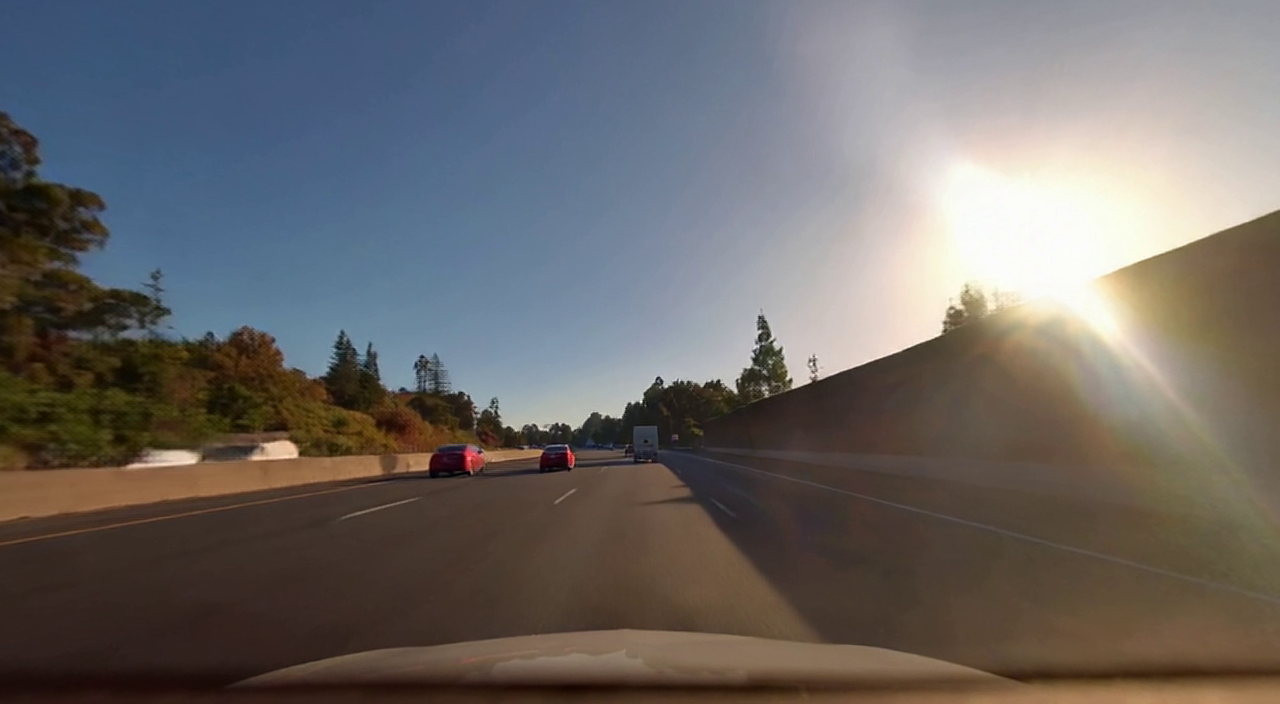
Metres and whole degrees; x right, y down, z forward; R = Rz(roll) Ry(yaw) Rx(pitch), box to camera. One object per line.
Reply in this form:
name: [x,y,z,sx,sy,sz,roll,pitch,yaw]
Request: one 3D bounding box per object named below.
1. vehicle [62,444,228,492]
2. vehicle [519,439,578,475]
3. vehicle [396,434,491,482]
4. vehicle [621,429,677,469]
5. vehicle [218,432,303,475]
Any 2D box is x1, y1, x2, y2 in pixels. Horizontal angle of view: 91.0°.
vehicle: [-20.360,4.751,26.395,1.948,1.754,6.062,0,-9,1]
vehicle: [-4.041,4.720,28.576,2.000,1.512,4.371,0,-8,0]
vehicle: [-7.496,4.087,24.610,2.189,1.673,4.699,0,-9,0]
vehicle: [0.433,5.292,34.526,2.856,1.994,4.931,0,-8,0]
vehicle: [-24.647,6.604,41.146,2.396,2.608,4.808,0,-9,1]
